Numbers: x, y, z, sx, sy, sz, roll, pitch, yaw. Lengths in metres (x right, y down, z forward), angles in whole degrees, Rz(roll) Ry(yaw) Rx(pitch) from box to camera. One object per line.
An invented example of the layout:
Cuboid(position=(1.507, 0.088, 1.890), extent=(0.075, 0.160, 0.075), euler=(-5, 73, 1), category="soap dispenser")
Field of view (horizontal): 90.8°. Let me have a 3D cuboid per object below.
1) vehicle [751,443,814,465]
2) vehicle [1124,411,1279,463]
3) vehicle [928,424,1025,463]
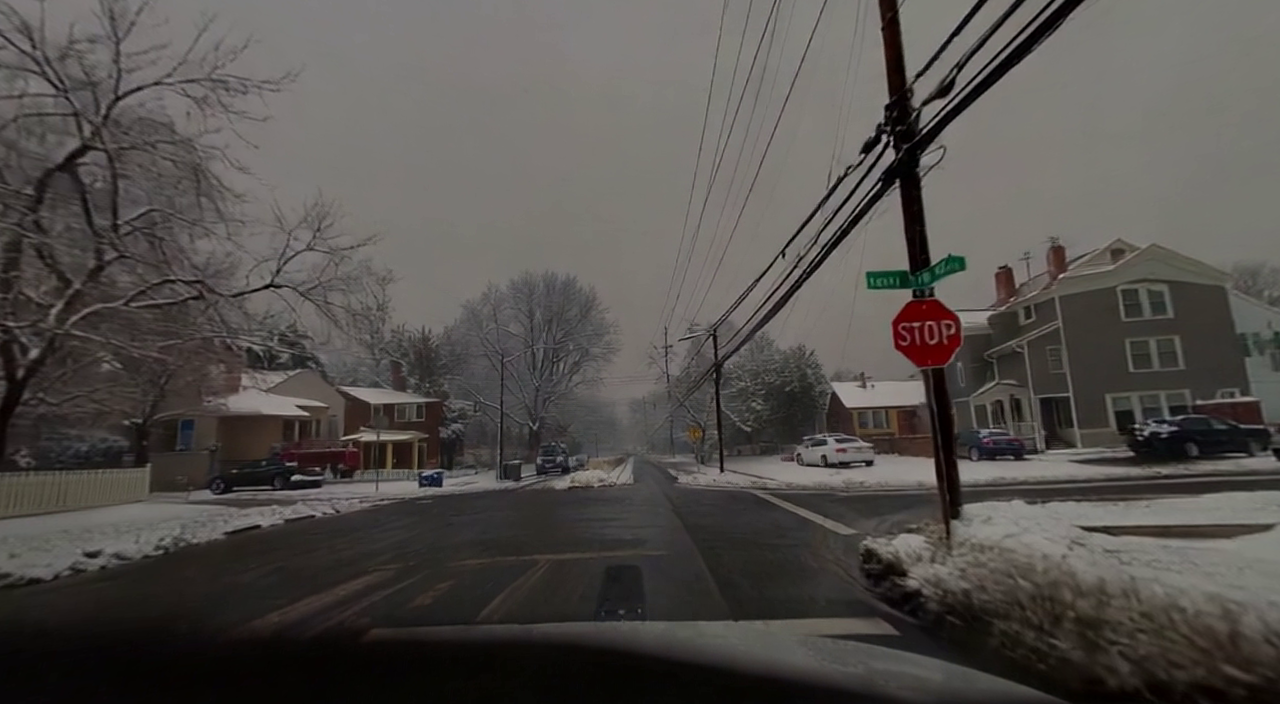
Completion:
Cuboid(position=(10.133, 7.267, 45.119), extent=(4.019, 1.533, 1.769), euler=(0, -9, 0), category="vehicle")
Cuboid(position=(21.268, 3.223, 23.748), extent=(4.466, 1.769, 2.033), euler=(1, -8, 0), category="vehicle")
Cuboid(position=(15.673, 4.333, 29.767), extent=(2.025, 1.689, 4.342), euler=(0, -9, -2), category="vehicle")
